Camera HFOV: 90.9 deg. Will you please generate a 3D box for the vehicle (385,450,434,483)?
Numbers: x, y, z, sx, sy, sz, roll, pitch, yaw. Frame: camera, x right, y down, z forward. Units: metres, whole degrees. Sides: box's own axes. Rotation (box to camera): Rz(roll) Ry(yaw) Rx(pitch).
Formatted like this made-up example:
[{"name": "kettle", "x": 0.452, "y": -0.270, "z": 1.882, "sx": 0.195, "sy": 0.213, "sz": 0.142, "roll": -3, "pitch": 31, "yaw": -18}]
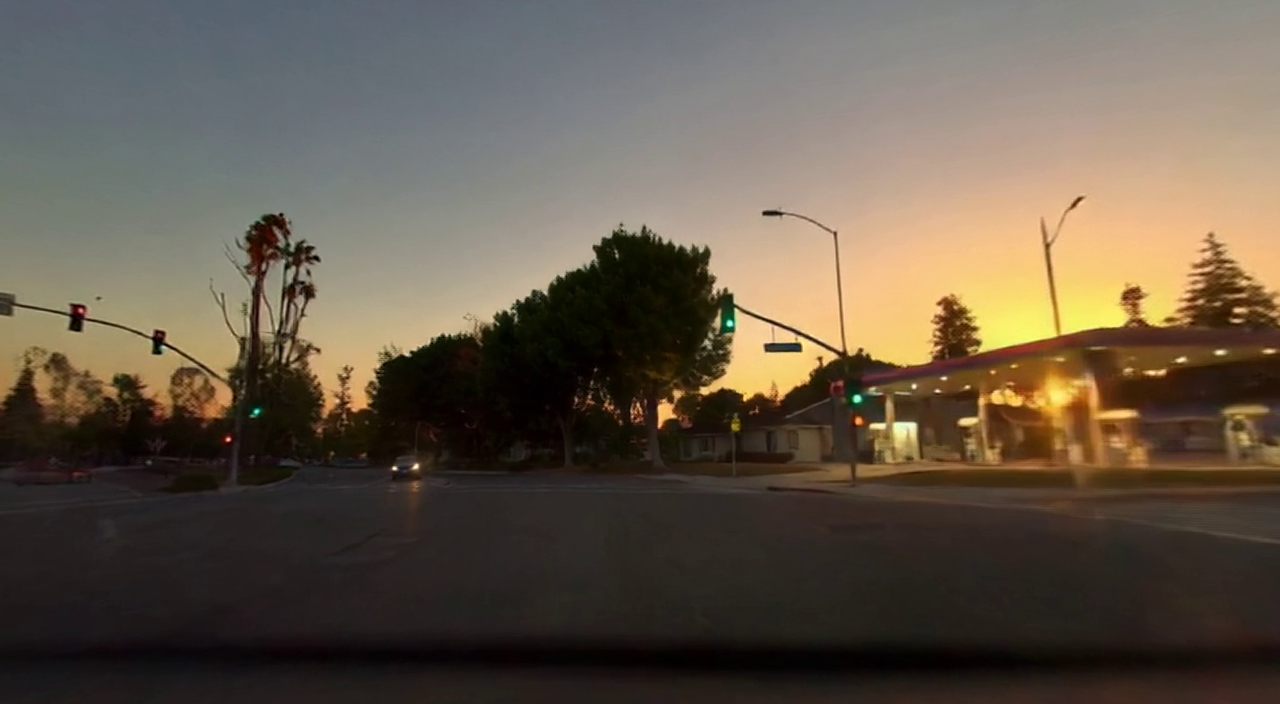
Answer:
[{"name": "vehicle", "x": -12.516, "y": 6.204, "z": 34.449, "sx": 2.048, "sy": 1.670, "sz": 4.450, "roll": 2, "pitch": -9, "yaw": -14}]
